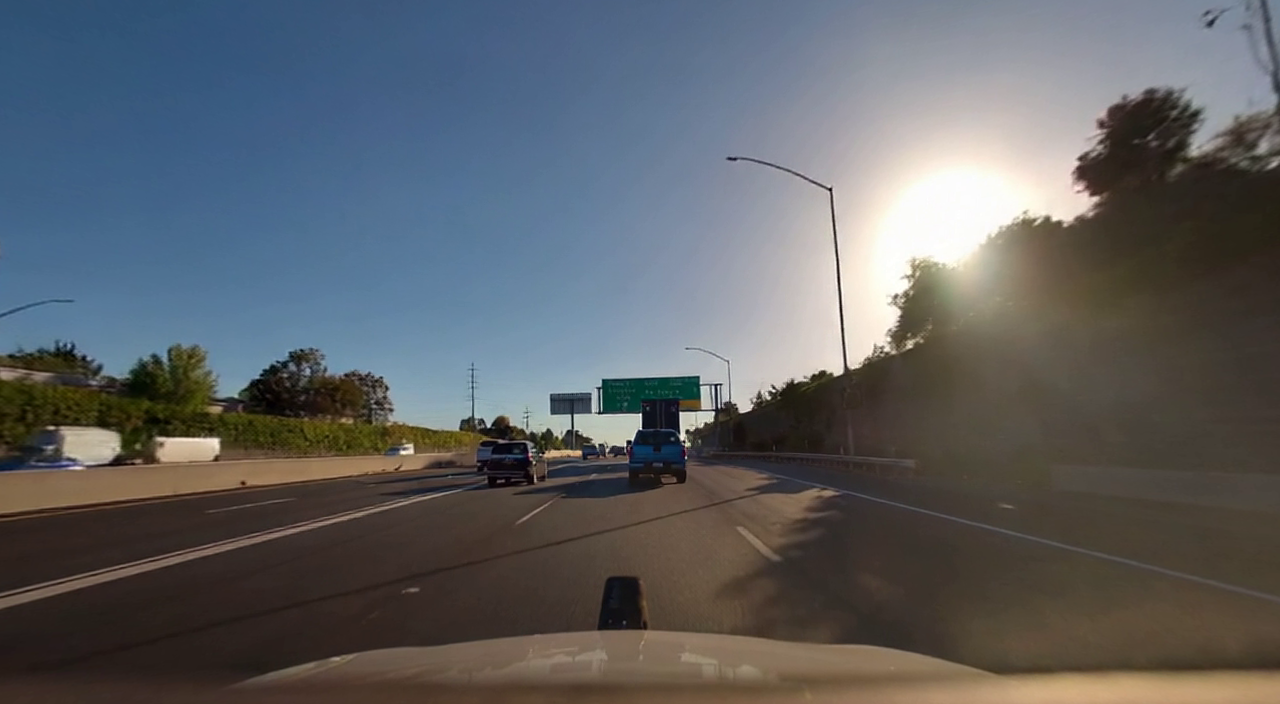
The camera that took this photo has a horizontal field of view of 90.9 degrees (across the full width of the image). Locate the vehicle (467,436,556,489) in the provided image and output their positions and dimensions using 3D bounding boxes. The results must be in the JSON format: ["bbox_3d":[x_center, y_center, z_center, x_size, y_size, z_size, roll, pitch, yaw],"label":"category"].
[{"bbox_3d":[-4.225,3.715,21.562,1.961,1.591,4.756,0,-9,1],"label":"vehicle"}]

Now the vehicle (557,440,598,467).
[{"bbox_3d":[-3.836,6.389,39.718,2.061,1.584,4.290,0,-9,1],"label":"vehicle"}]

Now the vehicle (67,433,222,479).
[{"bbox_3d":[-32.827,6.925,42.500,2.712,2.693,9.373,0,-9,1],"label":"vehicle"}]

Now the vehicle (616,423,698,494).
[{"bbox_3d":[0.445,3.071,18.457,2.083,1.792,4.782,0,-9,1],"label":"vehicle"}]

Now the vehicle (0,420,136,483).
[{"bbox_3d":[-32.962,5.659,36.052,2.876,3.255,6.192,0,-9,2],"label":"vehicle"}]
